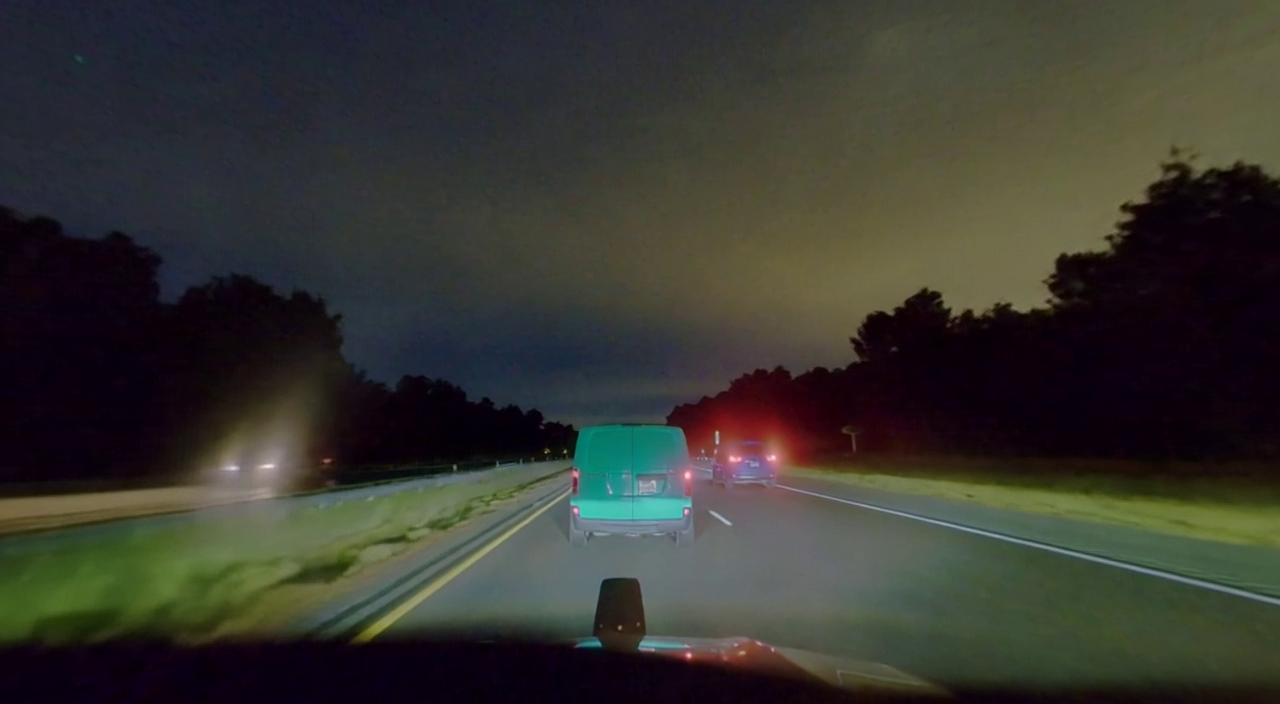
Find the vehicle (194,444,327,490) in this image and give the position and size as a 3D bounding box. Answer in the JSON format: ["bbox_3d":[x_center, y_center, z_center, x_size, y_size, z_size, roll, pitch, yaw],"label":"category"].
[{"bbox_3d":[-13.083,3.977,22.100,2.006,1.459,4.251,0,-9,0],"label":"vehicle"}]

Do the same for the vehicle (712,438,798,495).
[{"bbox_3d":[3.894,3.954,22.172,2.043,1.767,4.620,0,-9,-1],"label":"vehicle"}]

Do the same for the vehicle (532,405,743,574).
[{"bbox_3d":[-0.027,1.811,8.958,2.288,1.823,4.059,0,-9,0],"label":"vehicle"}]
